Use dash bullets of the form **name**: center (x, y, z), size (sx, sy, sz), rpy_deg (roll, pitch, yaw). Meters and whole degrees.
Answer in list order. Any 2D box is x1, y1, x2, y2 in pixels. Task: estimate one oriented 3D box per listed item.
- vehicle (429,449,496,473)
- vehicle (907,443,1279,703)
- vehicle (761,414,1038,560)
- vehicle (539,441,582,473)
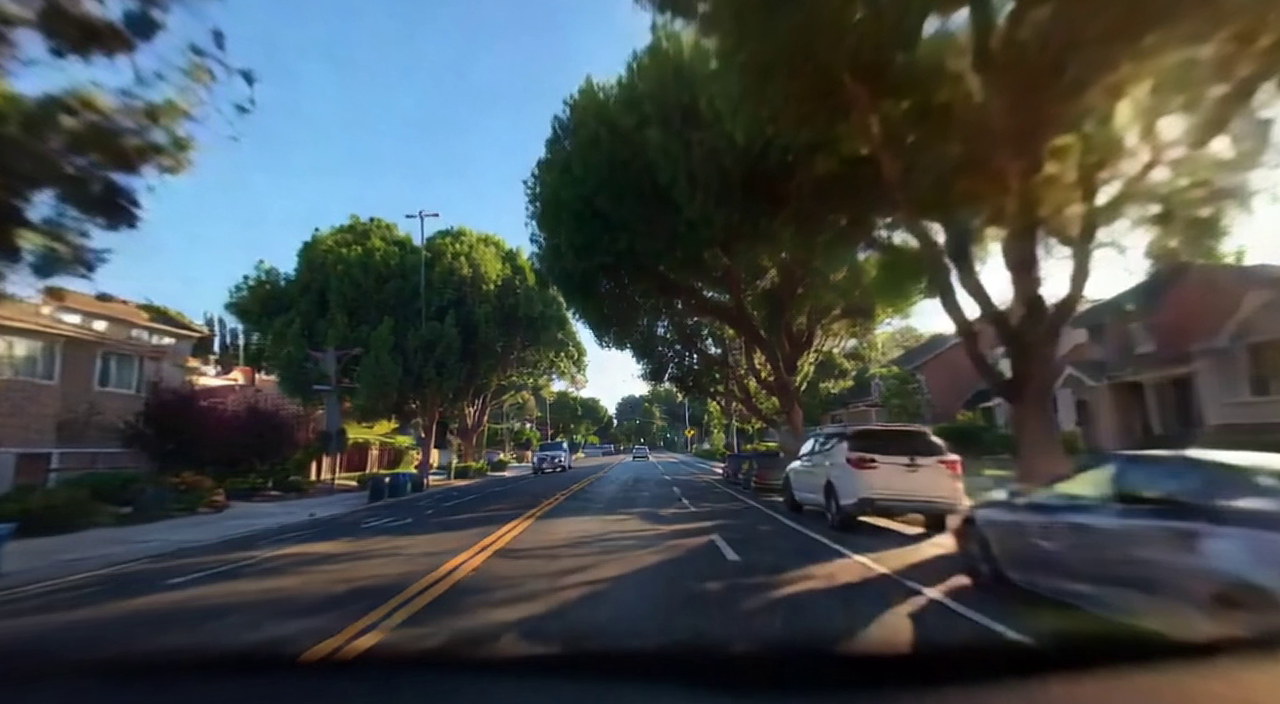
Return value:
- **vehicle**: center (-13.920, 8.549, 49.731), size (4.607, 1.772, 2.261), rpy_deg (0, -9, -1)
- **vehicle**: center (3.926, 1.386, 4.616), size (1.874, 1.415, 4.683), rpy_deg (0, -9, 0)
- **vehicle**: center (3.714, 2.043, 10.399), size (2.310, 1.784, 4.993), rpy_deg (0, -9, -2)
- **vehicle**: center (-4.986, 6.660, 40.348), size (2.059, 1.840, 5.317), rpy_deg (0, -9, 0)
